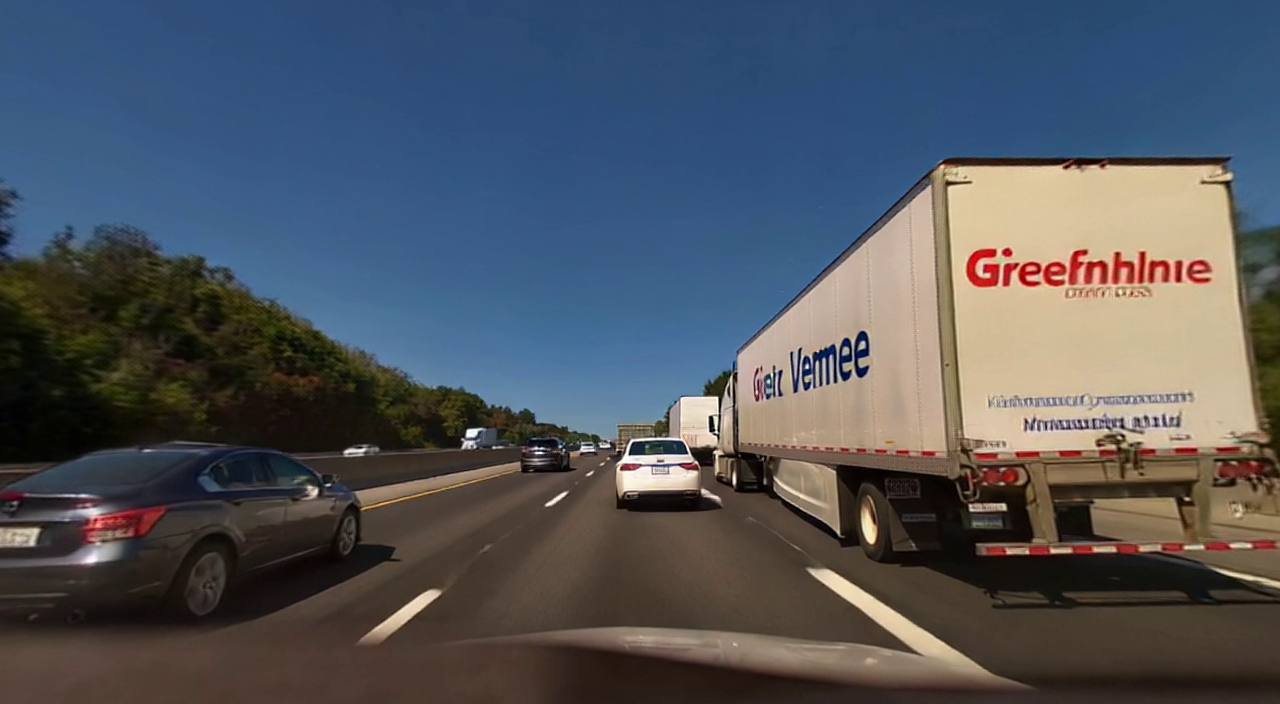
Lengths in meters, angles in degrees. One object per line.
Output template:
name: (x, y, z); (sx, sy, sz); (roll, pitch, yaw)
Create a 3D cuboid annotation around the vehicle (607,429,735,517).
vehicle: (0.450, 2.385, 13.057); (2.200, 1.495, 4.282); (0, -8, -2)

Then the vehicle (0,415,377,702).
vehicle: (-4.400, 1.398, 5.638); (2.100, 1.491, 4.676); (0, -8, 0)

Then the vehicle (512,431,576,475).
vehicle: (-3.951, 4.235, 26.768); (2.006, 1.729, 4.447); (0, -8, 0)

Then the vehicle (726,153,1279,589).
vehicle: (4.344, 1.063, 13.011); (2.883, 4.070, 14.423); (0, -8, -1)
